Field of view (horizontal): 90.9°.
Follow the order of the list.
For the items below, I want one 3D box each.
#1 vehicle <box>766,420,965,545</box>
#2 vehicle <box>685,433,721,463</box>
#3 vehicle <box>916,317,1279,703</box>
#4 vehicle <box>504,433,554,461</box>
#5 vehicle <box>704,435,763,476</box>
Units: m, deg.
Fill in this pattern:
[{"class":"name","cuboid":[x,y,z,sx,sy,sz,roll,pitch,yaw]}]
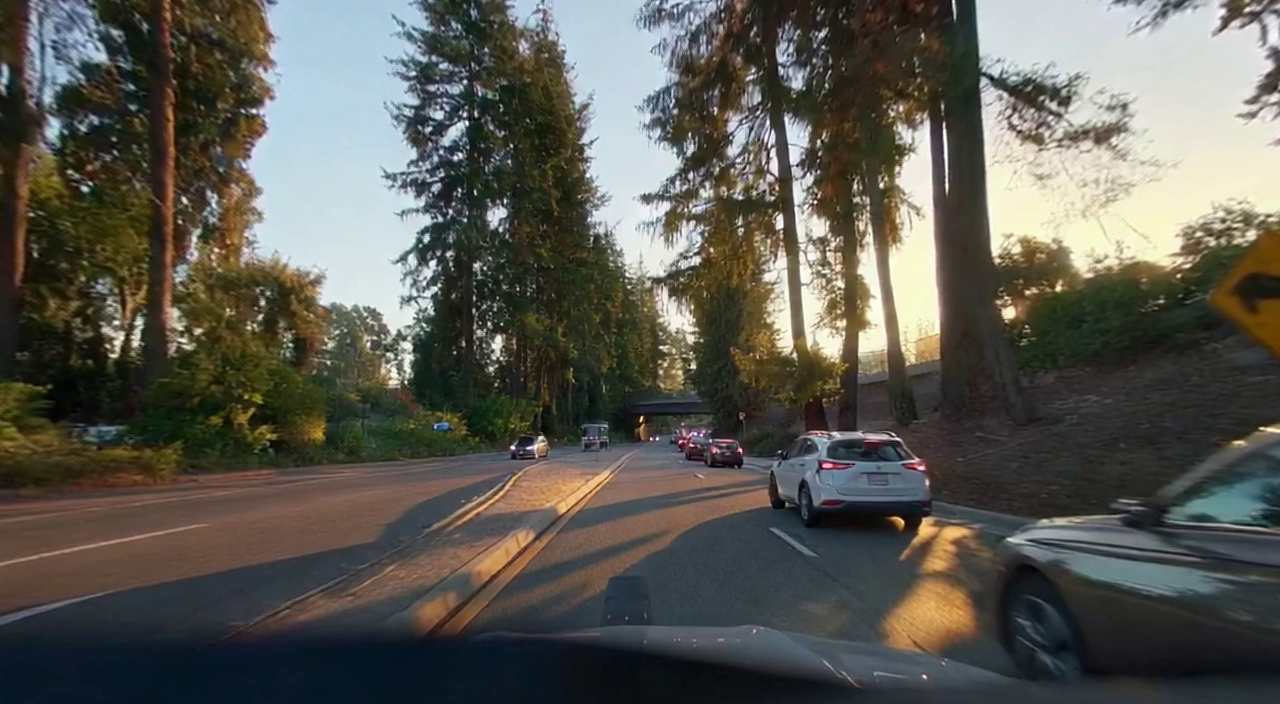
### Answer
[{"class":"vehicle","cuboid":[3.526,2.104,10.824,1.868,1.694,4.184,0,-8,0]},{"class":"vehicle","cuboid":[4.103,6.337,41.689,1.985,1.895,4.496,0,-8,1]},{"class":"vehicle","cuboid":[3.309,0.849,2.807,1.986,1.776,4.822,0,-8,1]},{"class":"vehicle","cuboid":[-6.193,5.382,35.675,1.846,1.498,3.886,-1,-8,4]},{"class":"vehicle","cuboid":[4.066,4.573,28.142,1.972,1.682,4.397,0,-8,0]}]
